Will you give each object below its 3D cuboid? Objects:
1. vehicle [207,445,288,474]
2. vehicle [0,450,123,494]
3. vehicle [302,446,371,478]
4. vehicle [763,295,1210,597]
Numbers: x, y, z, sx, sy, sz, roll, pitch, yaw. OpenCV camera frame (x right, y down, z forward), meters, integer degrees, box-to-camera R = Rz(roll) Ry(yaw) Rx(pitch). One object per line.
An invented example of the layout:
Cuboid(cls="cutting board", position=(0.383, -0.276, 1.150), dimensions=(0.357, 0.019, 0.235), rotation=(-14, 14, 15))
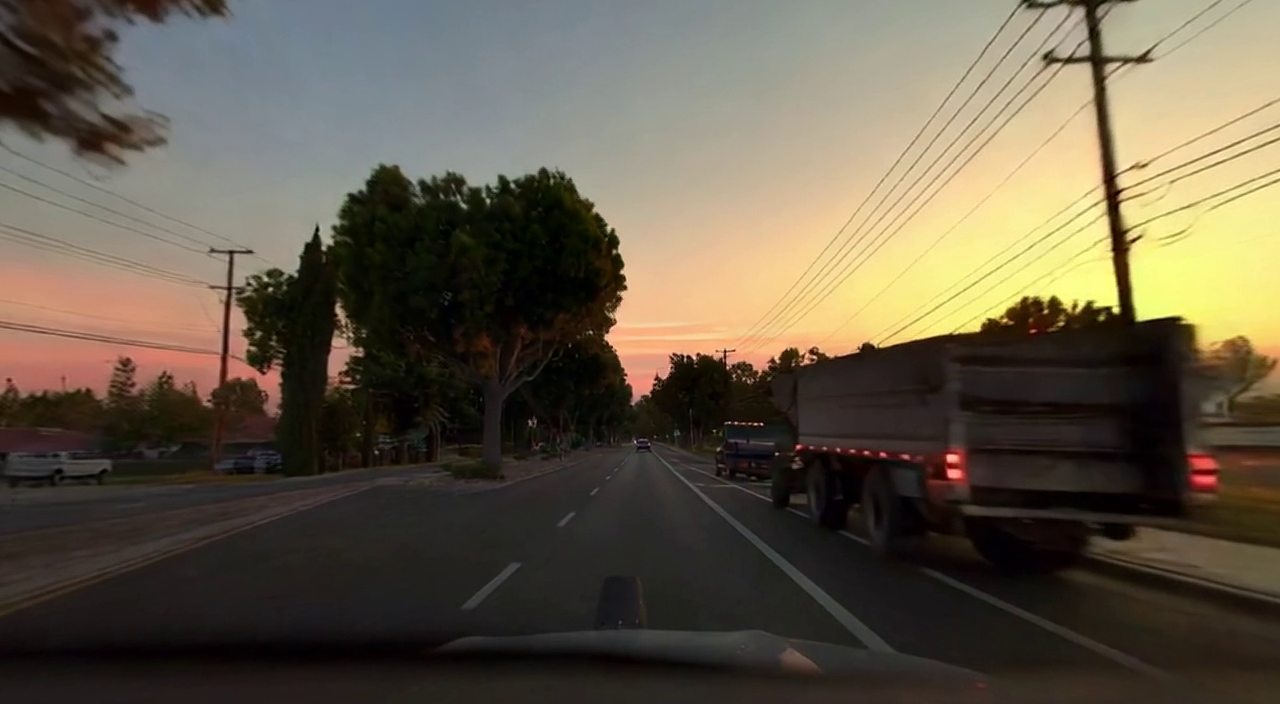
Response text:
Cuboid(cls="vehicle", position=(-25.398, 6.925, 40.951), dimensions=(2.020, 1.763, 4.637), rotation=(-1, -8, 5))
Cuboid(cls="vehicle", position=(-25.480, 5.112, 27.306), dimensions=(1.950, 1.658, 4.576), rotation=(0, -8, 5))
Cuboid(cls="vehicle", position=(-18.537, 6.694, 38.667), dimensions=(1.948, 1.844, 4.235), rotation=(0, -8, 2))
Cuboid(cls="vehicle", position=(3.960, 1.380, 9.598), dimensions=(2.706, 2.880, 7.117), rotation=(0, -8, 0))
